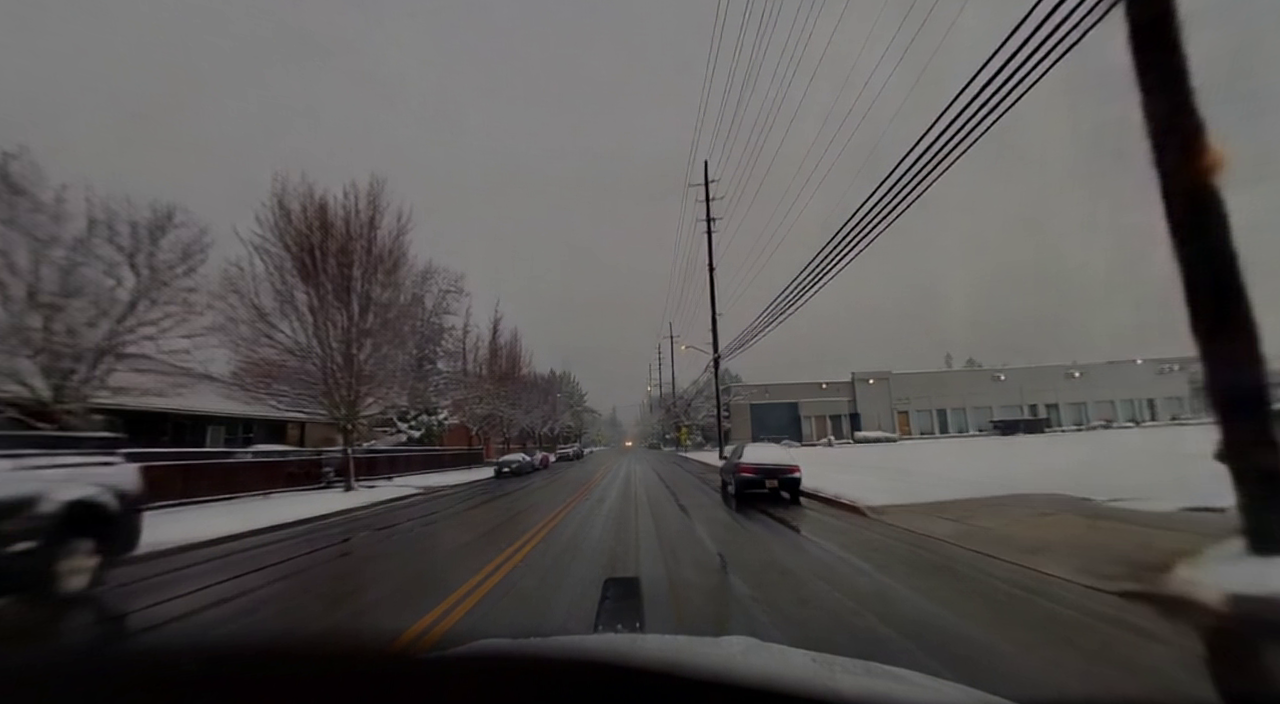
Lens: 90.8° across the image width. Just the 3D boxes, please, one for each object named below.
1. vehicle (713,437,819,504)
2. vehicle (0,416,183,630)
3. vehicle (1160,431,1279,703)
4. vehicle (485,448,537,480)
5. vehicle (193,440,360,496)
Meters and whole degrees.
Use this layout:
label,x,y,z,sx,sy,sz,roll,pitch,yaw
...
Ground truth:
label,x,y,z,sx,sy,sz,roll,pitch,yaw
vehicle,3.107,2.986,16.377,1.843,1.495,3.930,0,-8,-1
vehicle,-6.602,1.526,5.404,2.059,1.831,4.590,-3,-8,-1
vehicle,3.430,0.761,0.776,1.802,1.382,4.300,0,-8,-2
vehicle,-6.768,5.911,33.590,1.815,1.402,4.559,-4,-8,-2
vehicle,-12.464,3.982,21.916,4.502,1.813,1.948,0,-8,-1
